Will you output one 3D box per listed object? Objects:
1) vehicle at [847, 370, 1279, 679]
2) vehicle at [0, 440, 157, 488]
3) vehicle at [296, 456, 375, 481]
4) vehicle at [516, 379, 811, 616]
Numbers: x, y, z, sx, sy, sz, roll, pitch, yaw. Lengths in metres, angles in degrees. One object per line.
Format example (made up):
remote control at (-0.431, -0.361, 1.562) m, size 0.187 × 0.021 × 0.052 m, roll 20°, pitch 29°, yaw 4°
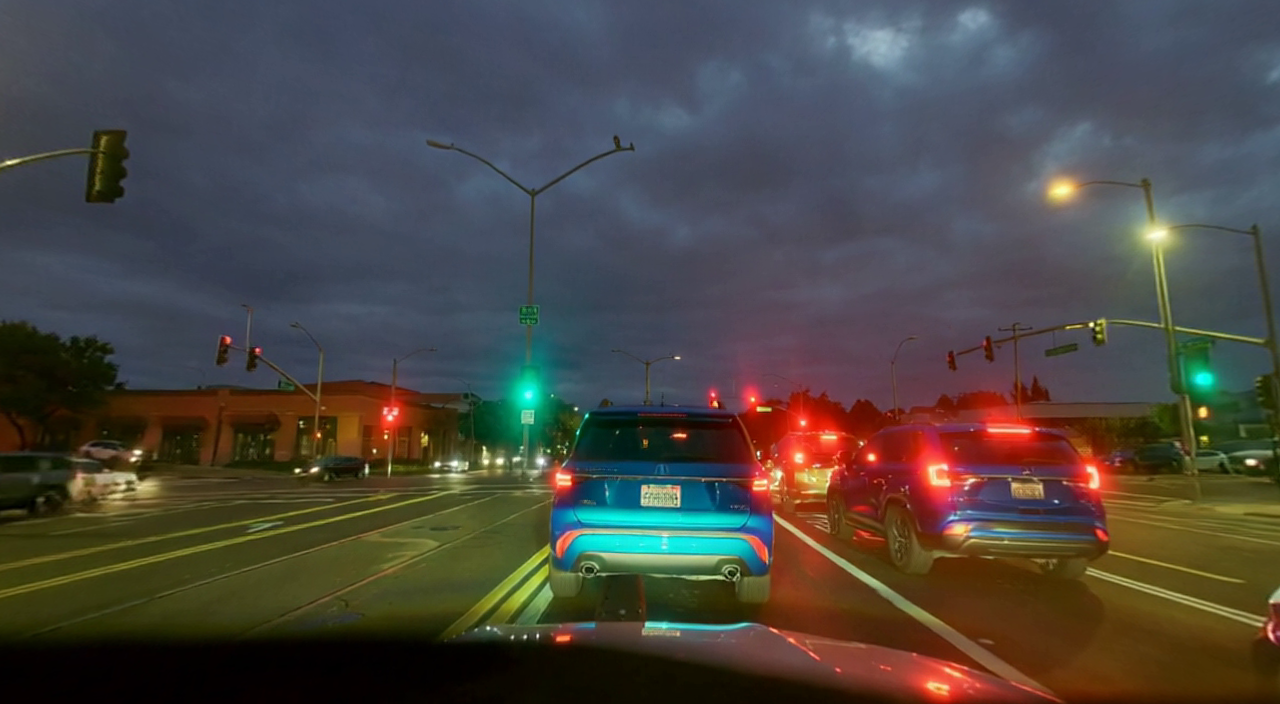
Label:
vehicle at (3.557, 1.273, 5.709) m, size 2.018 × 1.701 × 4.288 m, roll 0°, pitch -9°, yaw 2°
vehicle at (-24.579, 4.846, 27.545) m, size 5.062 × 1.946 × 2.243 m, roll 0°, pitch -9°, yaw -1°
vehicle at (-19.970, 7.619, 41.556) m, size 1.864 × 1.444 × 4.255 m, roll -7°, pitch -11°, yaw 36°
vehicle at (0.227, 1.466, 7.219) m, size 2.292 × 1.840 × 4.394 m, roll 0°, pitch -9°, yaw 1°
